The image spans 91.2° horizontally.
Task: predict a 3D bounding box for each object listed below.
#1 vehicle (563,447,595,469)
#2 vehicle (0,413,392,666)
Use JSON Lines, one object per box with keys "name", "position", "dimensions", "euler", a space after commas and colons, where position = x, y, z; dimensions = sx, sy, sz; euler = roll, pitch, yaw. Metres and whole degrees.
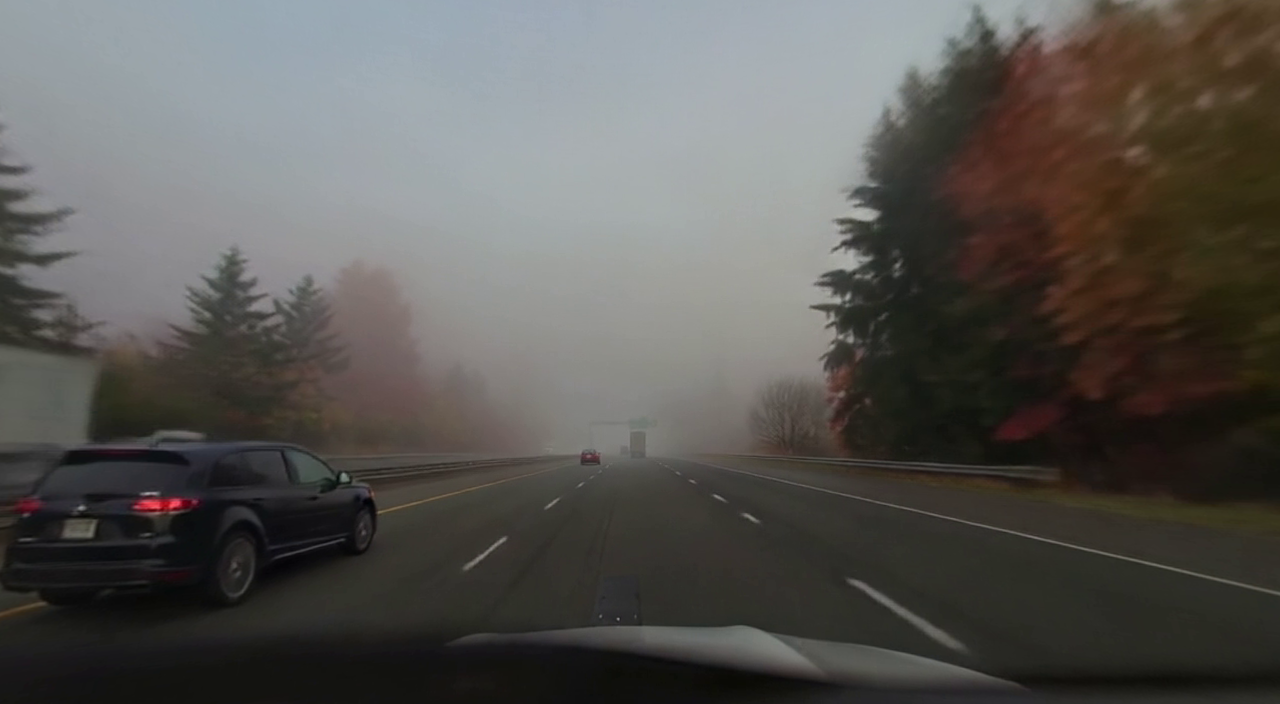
{"name": "vehicle", "position": [-4.358, 7.632, 45.392], "dimensions": [1.963, 1.475, 3.665], "euler": [0, -9, 0]}
{"name": "vehicle", "position": [-4.210, 1.460, 5.904], "dimensions": [2.071, 1.525, 4.058], "euler": [0, -9, 0]}
